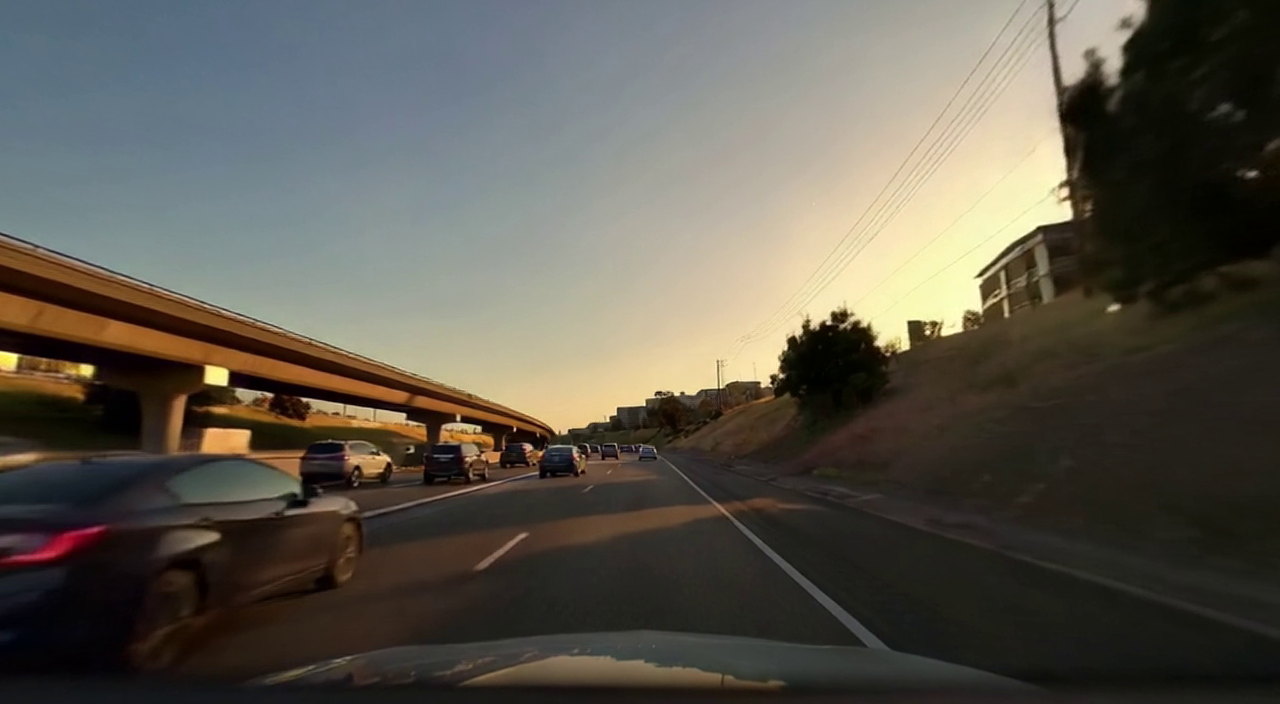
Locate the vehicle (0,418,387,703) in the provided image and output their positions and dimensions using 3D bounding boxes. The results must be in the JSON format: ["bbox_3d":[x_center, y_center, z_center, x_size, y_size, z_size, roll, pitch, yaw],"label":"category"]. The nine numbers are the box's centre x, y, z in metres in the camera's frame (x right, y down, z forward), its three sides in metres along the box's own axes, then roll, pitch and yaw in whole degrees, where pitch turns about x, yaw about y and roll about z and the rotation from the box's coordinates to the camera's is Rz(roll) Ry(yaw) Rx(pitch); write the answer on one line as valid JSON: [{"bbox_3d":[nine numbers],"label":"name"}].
[{"bbox_3d":[-3.502,1.191,3.839,2.056,1.449,4.330,0,-8,1],"label":"vehicle"}]

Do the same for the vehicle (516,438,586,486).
[{"bbox_3d":[-3.460,4.364,25.399,2.052,1.731,4.372,0,-8,2],"label":"vehicle"}]

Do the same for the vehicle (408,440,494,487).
[{"bbox_3d":[-7.251,4.301,24.683,1.959,1.652,4.170,0,-8,2],"label":"vehicle"}]
